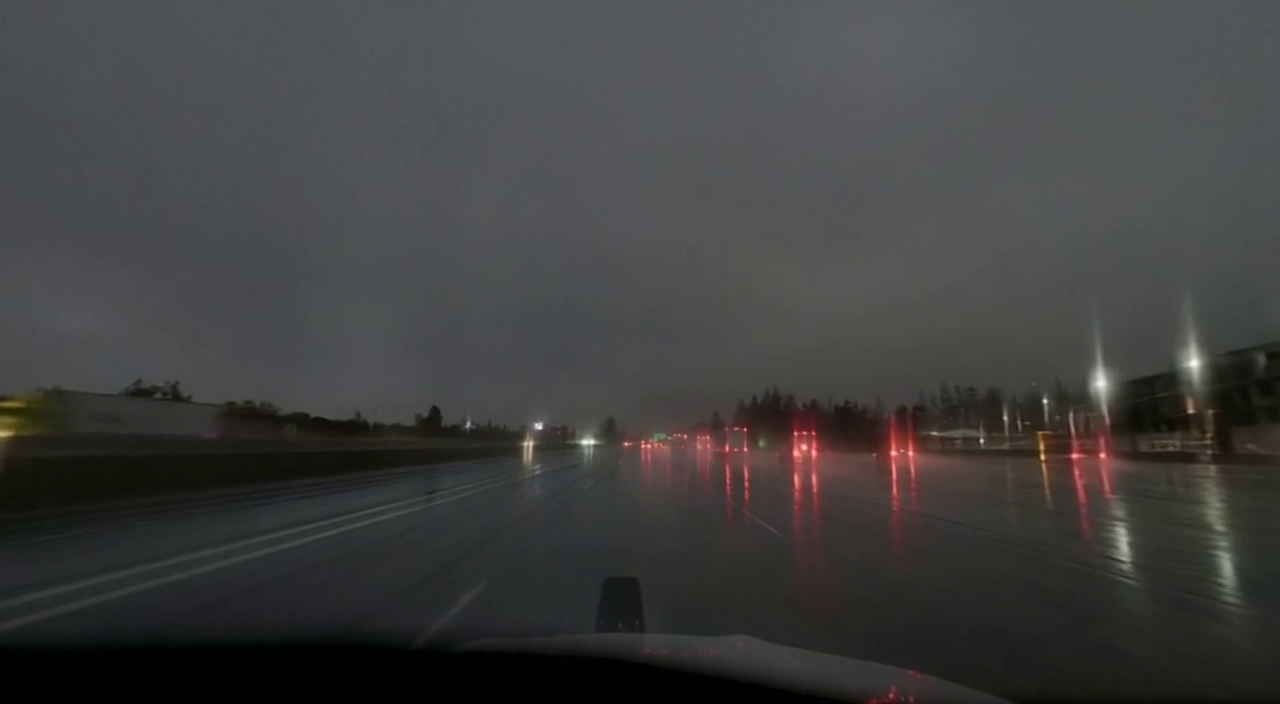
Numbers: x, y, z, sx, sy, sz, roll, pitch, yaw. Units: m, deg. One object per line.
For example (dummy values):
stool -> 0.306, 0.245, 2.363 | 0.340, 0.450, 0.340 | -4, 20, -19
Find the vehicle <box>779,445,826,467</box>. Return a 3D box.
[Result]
vehicle -> 11.695, 7.500, 45.559 | 2.017, 1.478, 4.364 | 0, -8, -3

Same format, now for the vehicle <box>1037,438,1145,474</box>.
vehicle -> 25.562, 5.876, 35.953 | 2.074, 1.881, 5.056 | 1, -8, -5

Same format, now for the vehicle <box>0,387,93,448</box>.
vehicle -> -41.284, 4.443, 41.548 | 3.048, 3.722, 7.897 | 0, -8, 0
